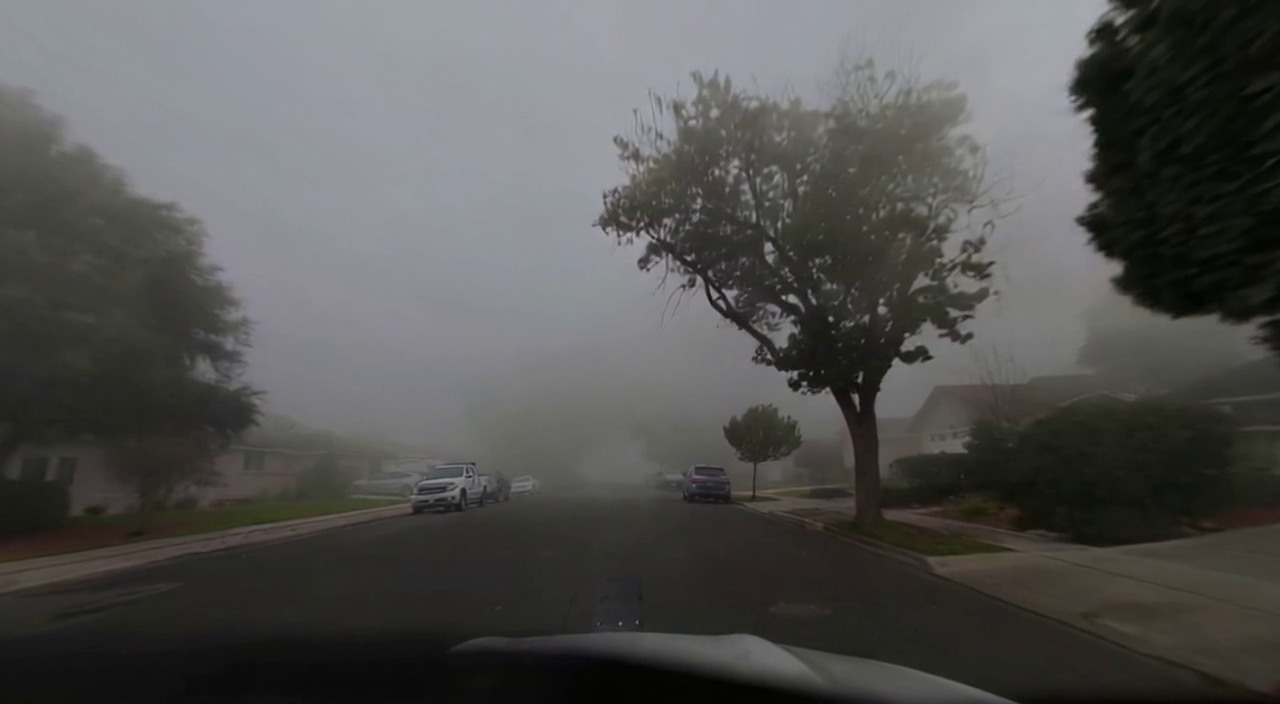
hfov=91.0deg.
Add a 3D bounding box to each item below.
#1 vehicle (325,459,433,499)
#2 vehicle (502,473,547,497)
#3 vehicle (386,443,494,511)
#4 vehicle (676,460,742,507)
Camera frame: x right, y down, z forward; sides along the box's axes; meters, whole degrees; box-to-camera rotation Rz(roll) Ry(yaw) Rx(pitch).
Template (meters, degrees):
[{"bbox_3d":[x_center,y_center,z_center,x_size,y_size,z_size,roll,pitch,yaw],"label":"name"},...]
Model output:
[{"bbox_3d":[-14.184,6.928,34.487,4.891,2.023,2.200,0,-8,1],"label":"vehicle"},{"bbox_3d":[-7.688,8.957,42.323,2.071,1.481,4.425,0,-12,1],"label":"vehicle"},{"bbox_3d":[-7.359,4.894,23.960,2.408,2.201,5.646,-1,-14,-2],"label":"vehicle"},{"bbox_3d":[2.717,5.336,25.932,2.050,1.598,4.590,0,-8,-2],"label":"vehicle"}]
